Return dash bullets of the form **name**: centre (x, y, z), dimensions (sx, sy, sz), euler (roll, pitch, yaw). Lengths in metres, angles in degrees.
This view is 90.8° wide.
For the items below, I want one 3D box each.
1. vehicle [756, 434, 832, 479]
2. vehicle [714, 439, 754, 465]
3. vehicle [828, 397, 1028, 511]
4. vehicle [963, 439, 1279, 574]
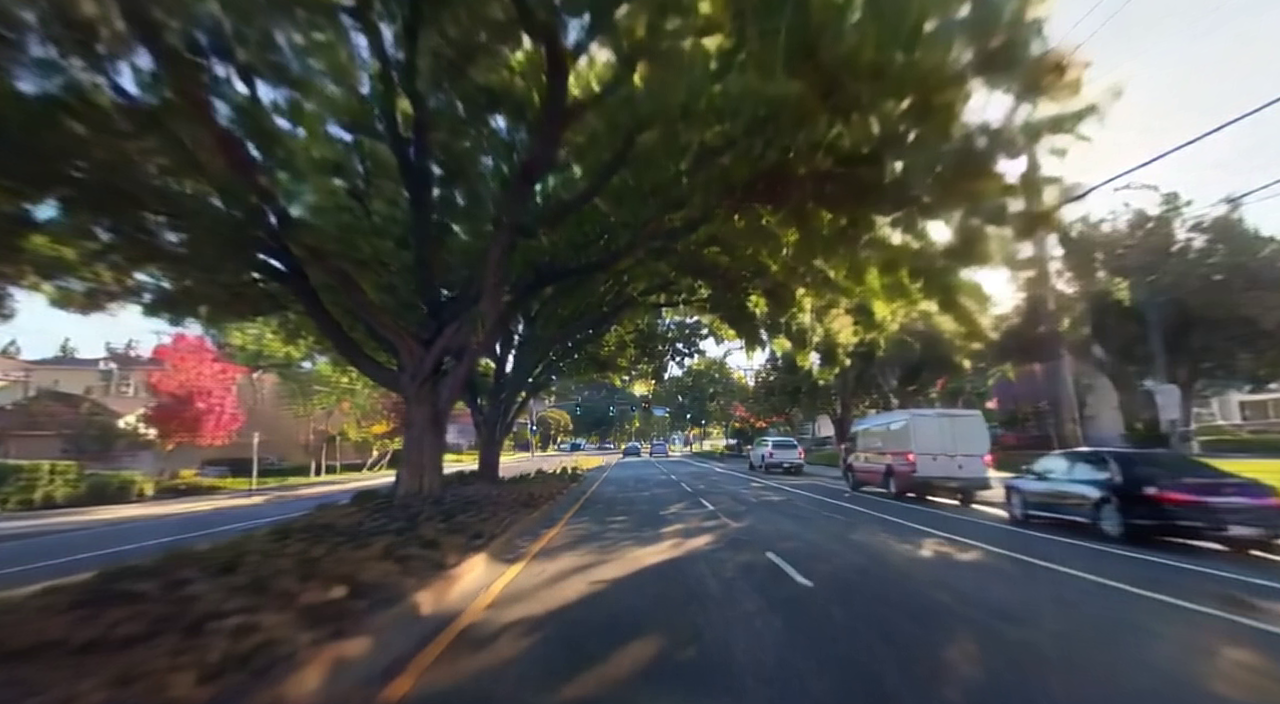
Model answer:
- **vehicle**: centre (7.008, 4.819, 29.320), dimensions (2.088, 1.848, 4.936), euler (0, -9, -2)
- **vehicle**: centre (6.953, 7.474, 47.367), dimensions (2.132, 1.793, 5.003), euler (0, -8, -1)
- **vehicle**: centre (7.114, 2.636, 16.672), dimensions (2.323, 2.433, 5.901), euler (0, -8, -1)
- **vehicle**: centre (7.239, 2.074, 9.575), dimensions (1.884, 1.458, 5.146), euler (0, -8, -1)
